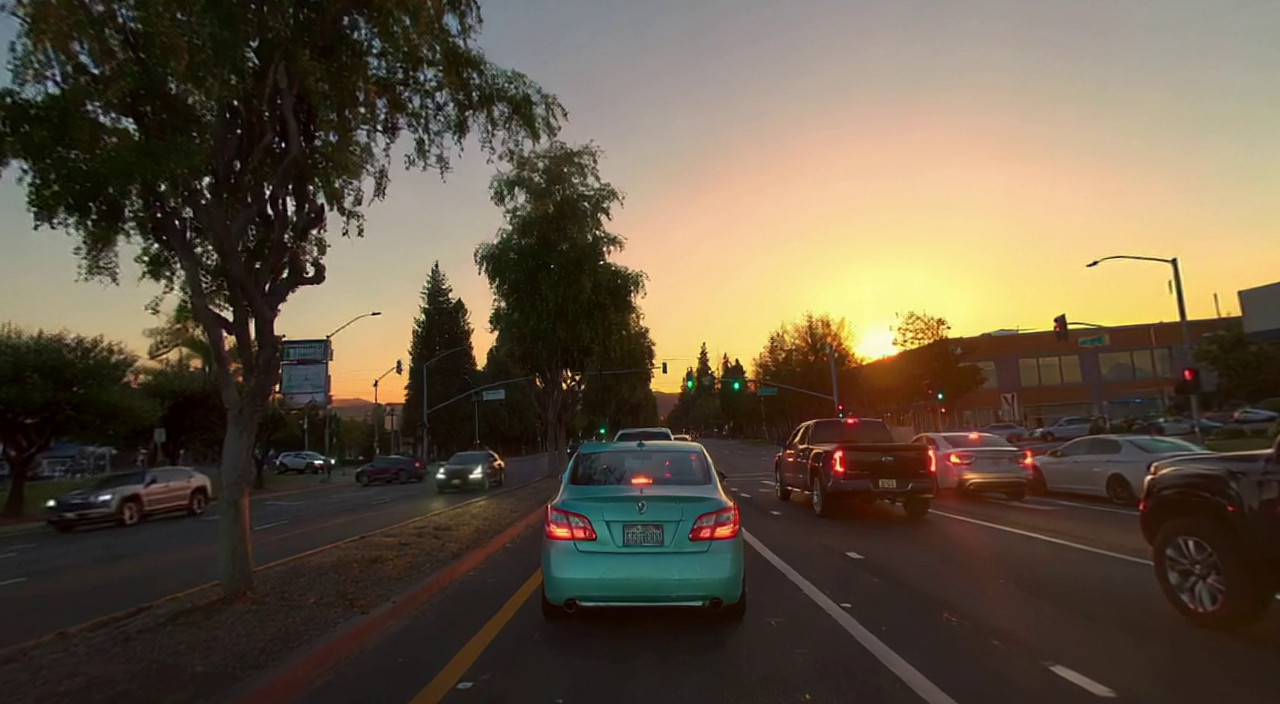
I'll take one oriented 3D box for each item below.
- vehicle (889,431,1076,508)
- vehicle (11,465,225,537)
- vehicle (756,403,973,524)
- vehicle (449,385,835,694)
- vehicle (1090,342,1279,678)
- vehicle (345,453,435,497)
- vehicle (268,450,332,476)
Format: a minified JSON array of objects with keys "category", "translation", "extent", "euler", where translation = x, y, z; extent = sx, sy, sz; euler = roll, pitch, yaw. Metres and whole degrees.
[{"category":"vehicle","translation":[7.593,2.628,14.608],"extent":[1.856,1.487,4.454],"euler":[0,-8,1]},{"category":"vehicle","translation":[-13.781,3.910,17.109],"extent":[1.935,1.518,4.415],"euler":[-1,-8,2]},{"category":"vehicle","translation":[4.166,2.214,13.106],"extent":[2.319,1.930,5.651],"euler":[0,-8,-1]},{"category":"vehicle","translation":[-0.023,1.314,5.523],"extent":[2.116,1.677,3.948],"euler":[0,-8,-1]},{"category":"vehicle","translation":[4.452,0.714,2.463],"extent":[2.019,1.803,4.634],"euler":[-1,-8,2]},{"category":"vehicle","translation":[-9.717,4.784,24.910],"extent":[1.806,1.473,4.303],"euler":[0,-8,0]},{"category":"vehicle","translation":[-24.059,7.838,44.813],"extent":[1.798,1.706,4.385],"euler":[-1,-8,6]}]
